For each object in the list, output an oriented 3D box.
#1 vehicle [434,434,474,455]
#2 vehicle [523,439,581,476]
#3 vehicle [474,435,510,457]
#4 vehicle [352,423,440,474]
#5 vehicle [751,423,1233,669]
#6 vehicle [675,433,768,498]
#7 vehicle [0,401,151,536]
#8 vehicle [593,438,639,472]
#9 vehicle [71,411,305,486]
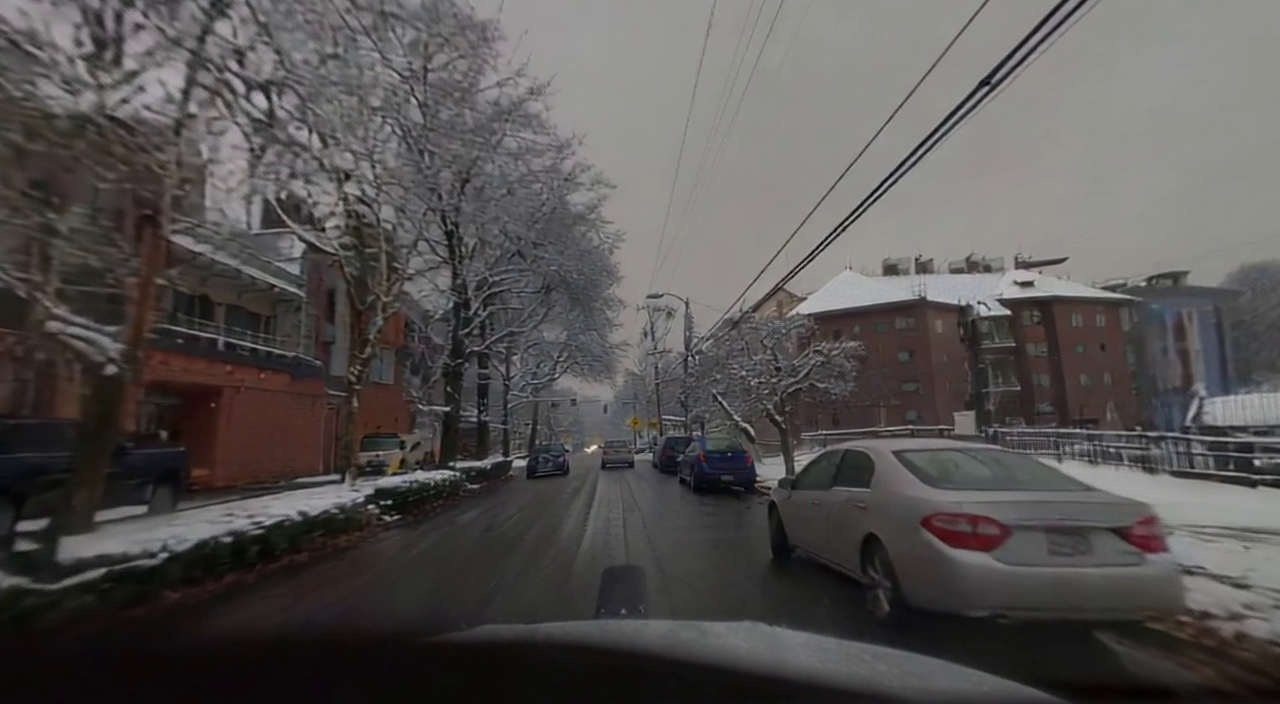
[{"bbox_3d":[-13.573,6.779,46.182,1.882,1.488,3.998,1,-8,-3],"label":"vehicle"},{"bbox_3d":[-3.705,4.509,27.153,1.955,1.463,4.323,0,-8,-1],"label":"vehicle"},{"bbox_3d":[-10.838,6.903,46.306,1.948,1.543,3.829,1,-8,-4],"label":"vehicle"},{"bbox_3d":[-9.604,3.779,25.197,2.010,1.747,4.266,0,-5,-3],"label":"vehicle"},{"bbox_3d":[2.587,1.523,6.124,2.086,1.498,4.280,1,-8,-2],"label":"vehicle"},{"bbox_3d":[2.094,3.071,17.351,1.861,1.558,3.823,1,-8,-3],"label":"vehicle"},{"bbox_3d":[-9.004,1.504,8.418,1.845,1.687,4.009,0,-5,-3],"label":"vehicle"},{"bbox_3d":[-1.163,4.896,30.237,2.095,1.510,3.605,1,-8,-3],"label":"vehicle"},{"bbox_3d":[-11.310,2.449,16.044,4.356,1.761,1.963,1,-8,-2],"label":"vehicle"}]
